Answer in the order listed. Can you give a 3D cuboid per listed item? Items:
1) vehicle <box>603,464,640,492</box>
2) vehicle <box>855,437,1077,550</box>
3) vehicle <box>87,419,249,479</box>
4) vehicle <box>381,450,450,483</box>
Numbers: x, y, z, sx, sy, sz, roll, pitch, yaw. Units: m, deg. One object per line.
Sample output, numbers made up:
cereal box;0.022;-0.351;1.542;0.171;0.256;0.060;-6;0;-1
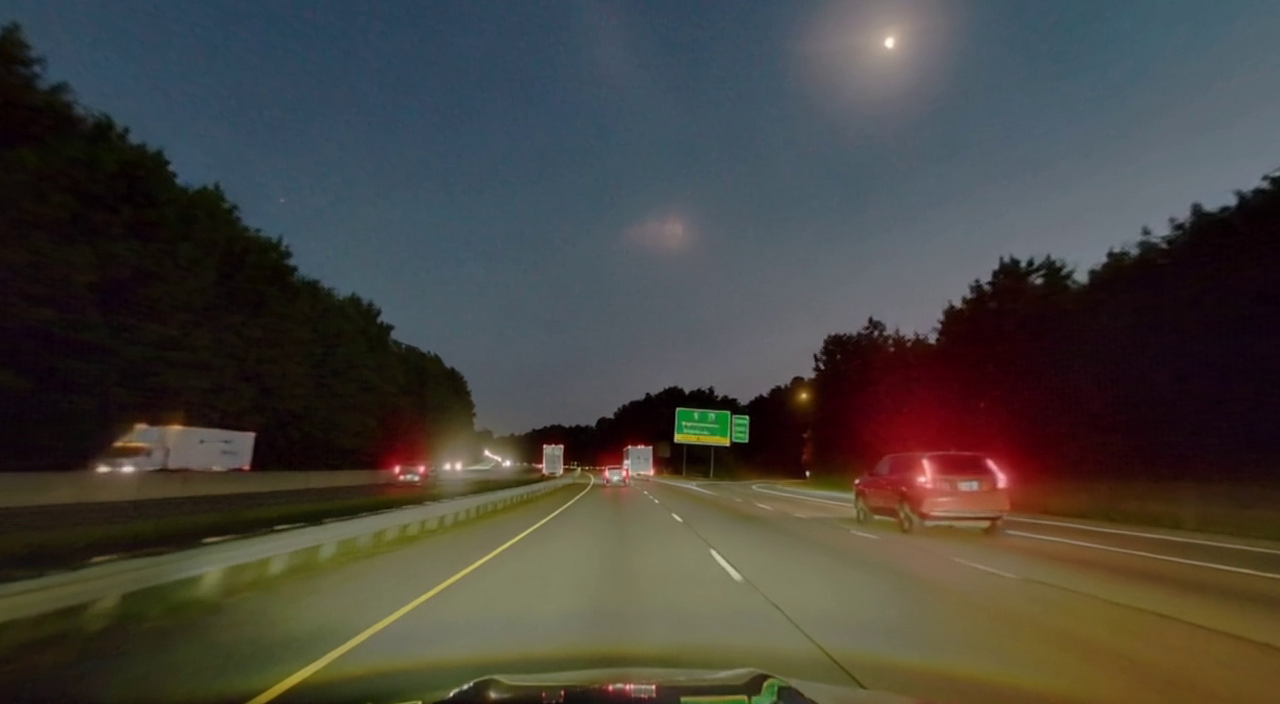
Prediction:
vehicle;-1.091;7.235;36.346;1.987;1.467;3.903;1;-10;-2
vehicle;6.134;2.738;12.689;1.998;1.776;4.663;1;-10;0
vehicle;-33.330;7.180;45.495;2.954;3.720;11.544;1;-11;-1
vehicle;-11.955;6.166;33.938;1.952;1.618;4.859;1;-10;-1
